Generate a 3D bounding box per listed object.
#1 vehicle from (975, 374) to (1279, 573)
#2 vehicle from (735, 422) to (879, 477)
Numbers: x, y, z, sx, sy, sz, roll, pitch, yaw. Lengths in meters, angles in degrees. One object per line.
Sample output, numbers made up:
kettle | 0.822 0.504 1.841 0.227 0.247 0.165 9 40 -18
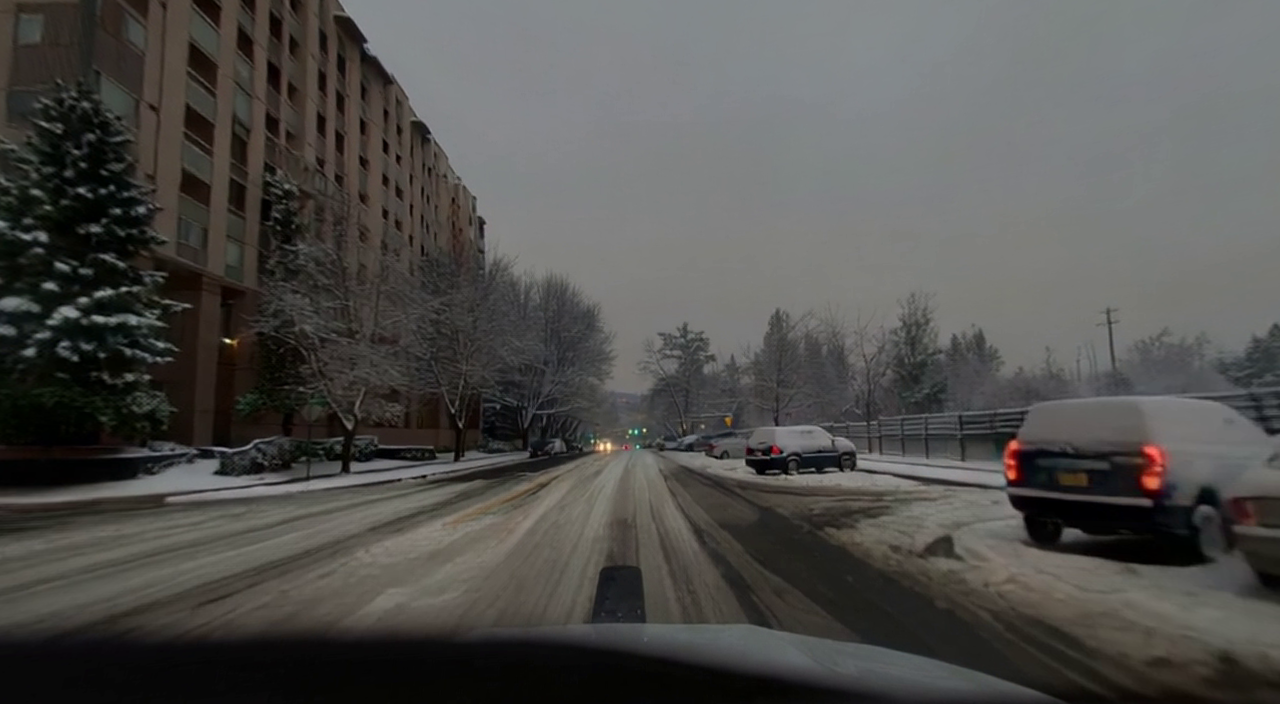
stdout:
vehicle | 6.855 1.505 8.463 4.892 1.927 2.065 6 -10 -35
vehicle | 6.439 3.686 24.294 5.061 1.829 2.274 2 -9 -29
